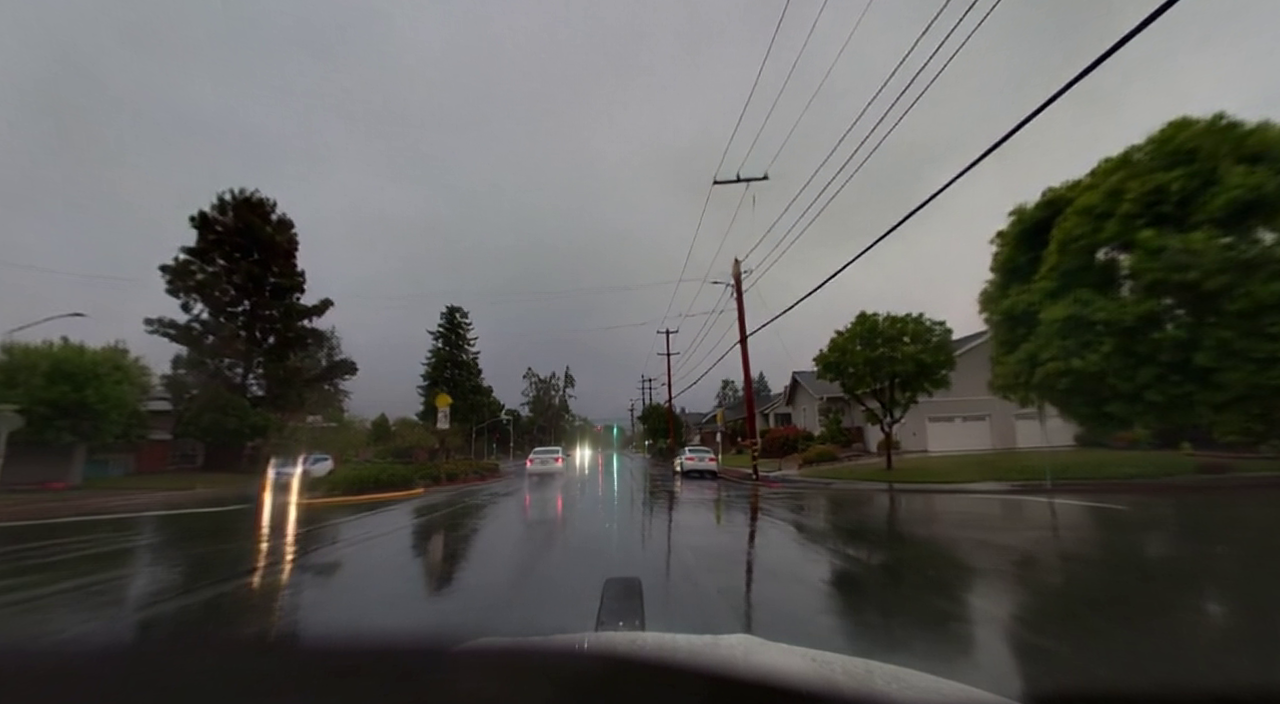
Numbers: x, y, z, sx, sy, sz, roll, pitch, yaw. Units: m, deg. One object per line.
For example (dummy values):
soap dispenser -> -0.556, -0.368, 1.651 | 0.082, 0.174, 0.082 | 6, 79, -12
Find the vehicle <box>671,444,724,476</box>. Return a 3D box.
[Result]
vehicle -> 2.786, 5.314, 31.486 | 2.074, 1.450, 4.621 | 0, -8, -2

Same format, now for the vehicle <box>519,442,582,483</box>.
vehicle -> -3.453, 4.364, 25.256 | 2.041, 1.471, 4.602 | 0, -8, -2

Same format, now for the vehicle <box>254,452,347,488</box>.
vehicle -> -15.695, 5.449, 29.531 | 2.143, 1.524, 4.408 | 0, -8, -4
